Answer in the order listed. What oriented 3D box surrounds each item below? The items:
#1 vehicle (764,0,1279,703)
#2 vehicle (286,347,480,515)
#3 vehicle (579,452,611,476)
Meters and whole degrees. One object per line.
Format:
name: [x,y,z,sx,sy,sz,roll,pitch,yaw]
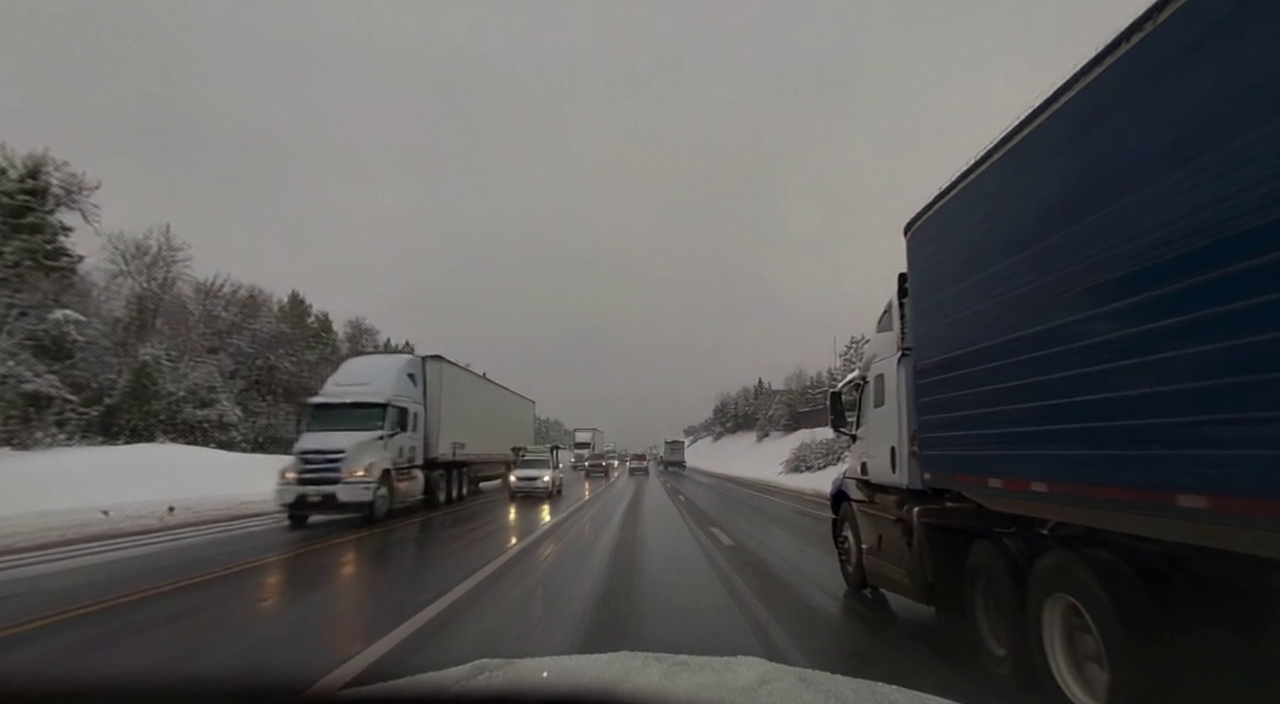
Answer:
vehicle: [3.248,-0.238,2.311,2.845,4.071,14.008,0,-9,0]
vehicle: [-6.815,2.301,17.953,2.910,3.989,5.837,0,-9,0]
vehicle: [-3.353,8.400,47.388,2.008,1.671,4.126,0,-9,1]
